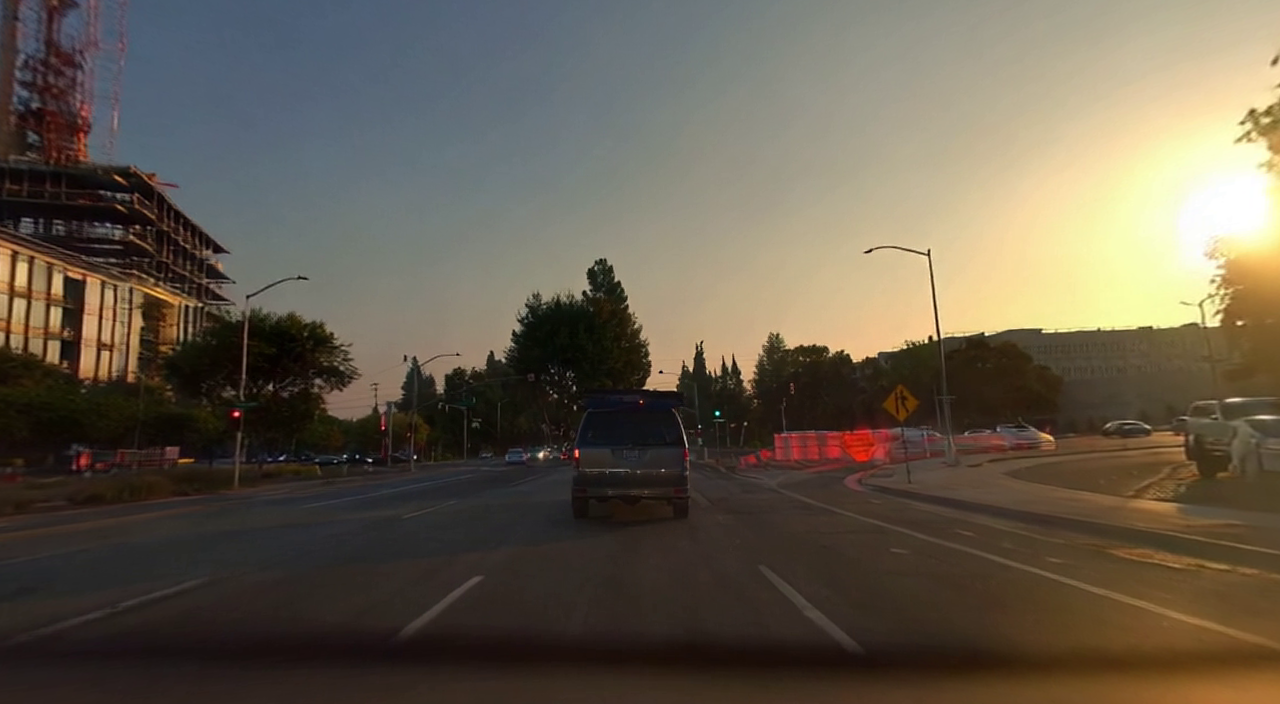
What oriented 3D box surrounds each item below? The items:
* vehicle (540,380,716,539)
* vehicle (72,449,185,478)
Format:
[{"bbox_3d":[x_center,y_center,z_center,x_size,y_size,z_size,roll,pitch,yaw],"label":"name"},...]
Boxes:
[{"bbox_3d":[-0.328,1.863,11.416,2.350,2.122,5.801,0,-8,-3],"label":"vehicle"},{"bbox_3d":[-36.021,7.826,44.464,5.755,1.945,2.403,0,-8,-1],"label":"vehicle"}]
